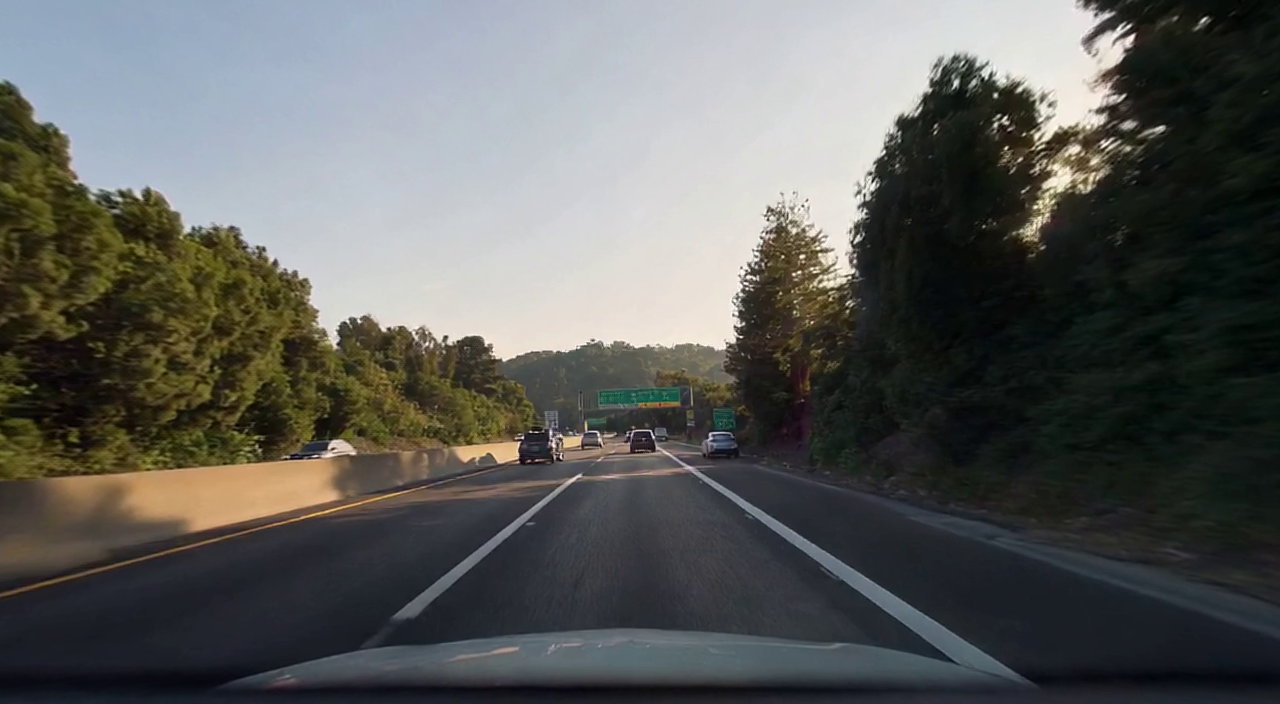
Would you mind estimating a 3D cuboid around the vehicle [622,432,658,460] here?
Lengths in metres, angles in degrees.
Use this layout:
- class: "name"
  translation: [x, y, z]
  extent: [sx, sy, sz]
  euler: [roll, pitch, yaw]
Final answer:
- class: "vehicle"
  translation: [-0.030, 5.194, 35.117]
  extent: [1.869, 1.466, 3.356]
  euler: [0, -8, -1]

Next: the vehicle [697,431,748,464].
- class: "vehicle"
  translation: [3.904, 4.573, 30.452]
  extent: [1.841, 1.491, 3.869]
  euler: [0, -8, -1]

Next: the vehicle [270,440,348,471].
- class: "vehicle"
  translation: [-16.592, 5.165, 31.834]
  extent: [1.824, 1.441, 3.816]
  euler: [0, -8, 0]
